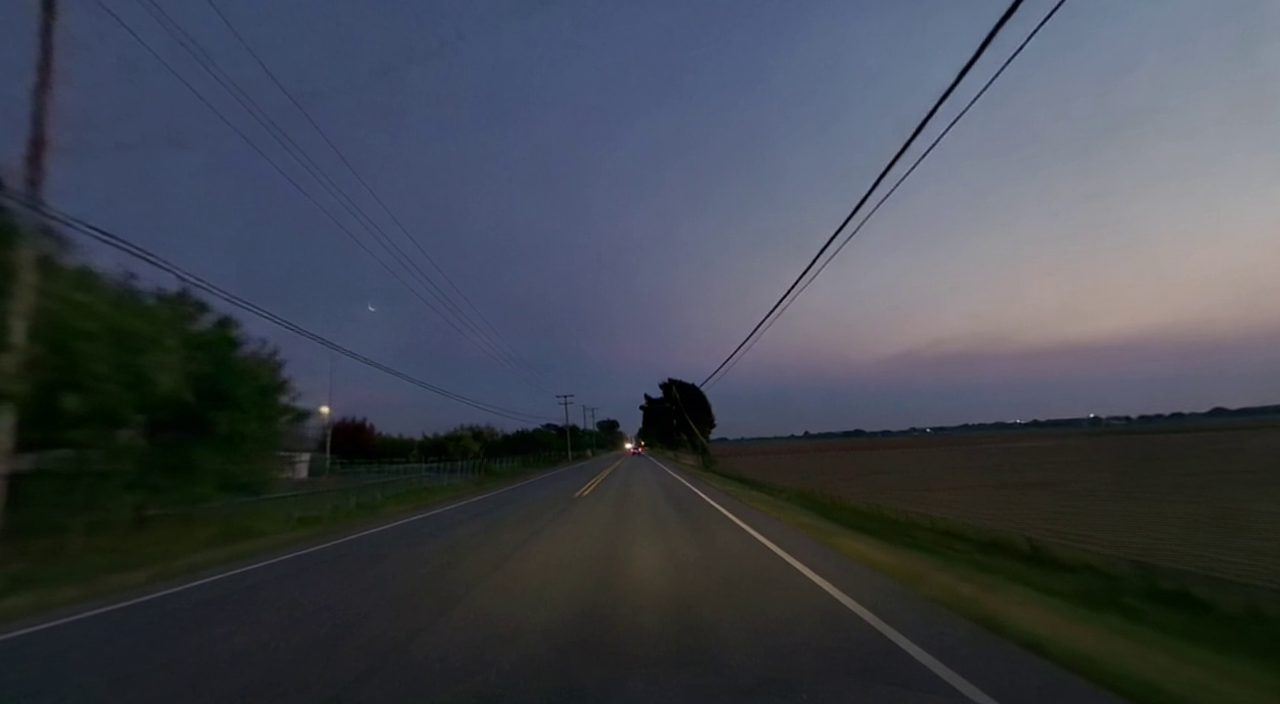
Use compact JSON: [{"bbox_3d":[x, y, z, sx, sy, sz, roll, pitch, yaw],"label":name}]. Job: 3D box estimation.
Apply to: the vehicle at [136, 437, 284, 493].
[{"bbox_3d":[-27.149,7.125,40.454,2.681,3.188,7.534,-3,-9,18],"label":"vehicle"}]
